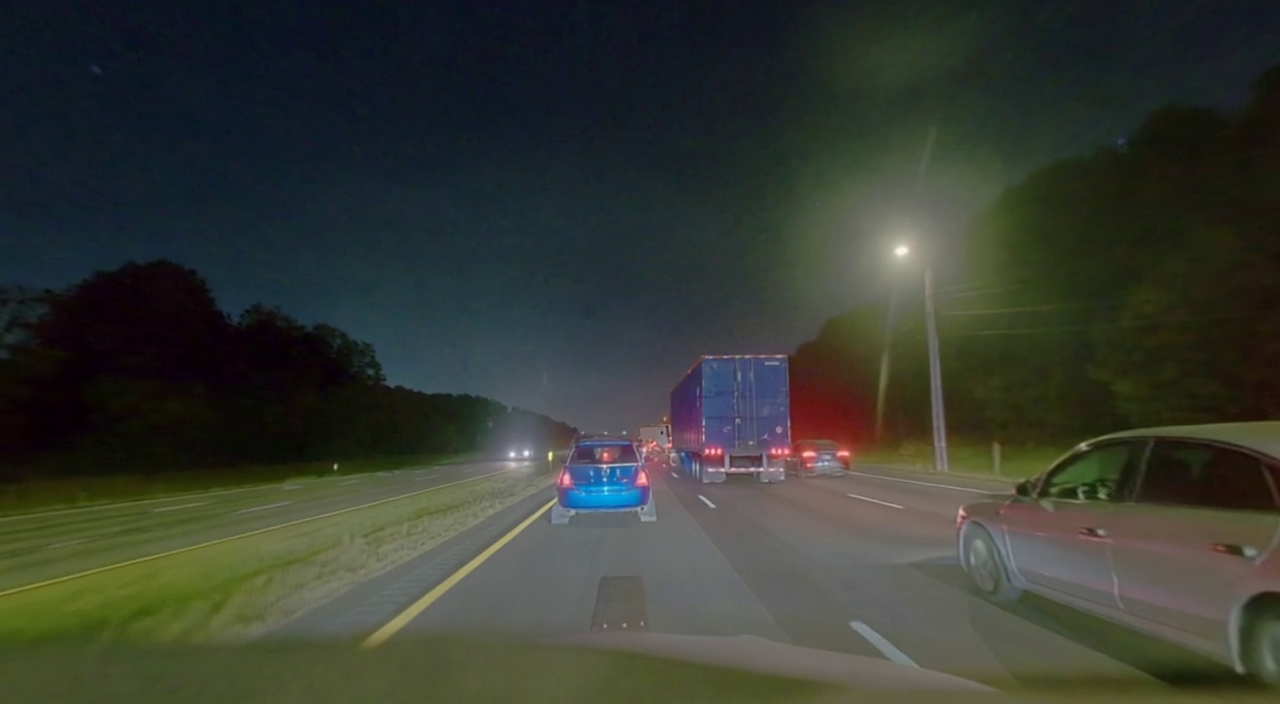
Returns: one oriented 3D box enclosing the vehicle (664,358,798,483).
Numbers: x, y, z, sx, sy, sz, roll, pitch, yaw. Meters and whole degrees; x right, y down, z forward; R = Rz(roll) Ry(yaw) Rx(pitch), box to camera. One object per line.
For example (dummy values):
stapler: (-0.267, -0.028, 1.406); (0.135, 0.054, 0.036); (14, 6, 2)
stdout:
vehicle: (3.447, 3.497, 30.013); (3.591, 4.290, 16.696); (0, -8, -1)

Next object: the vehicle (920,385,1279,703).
vehicle: (3.593, 1.023, 3.427); (1.960, 1.515, 4.713); (0, -8, 0)

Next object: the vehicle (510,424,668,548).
vehicle: (-0.693, 2.005, 10.087); (2.009, 1.554, 4.013); (0, -8, -1)
